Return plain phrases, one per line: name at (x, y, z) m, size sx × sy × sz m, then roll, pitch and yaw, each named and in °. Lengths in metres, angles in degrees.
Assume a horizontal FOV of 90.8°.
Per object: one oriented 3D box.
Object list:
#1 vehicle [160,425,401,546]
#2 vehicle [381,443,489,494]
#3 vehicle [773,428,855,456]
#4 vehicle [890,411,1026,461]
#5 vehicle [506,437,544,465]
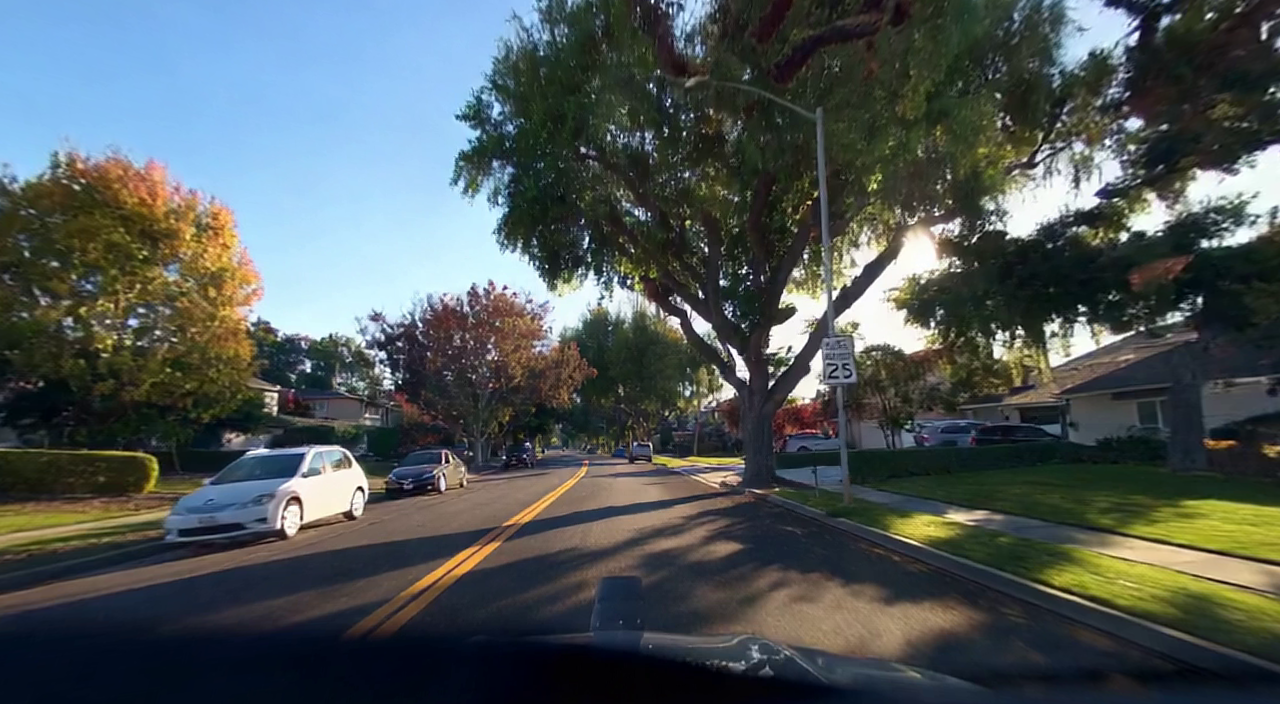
vehicle at (-6.556, 2.489, 12.358) m, size 2.051 × 1.761 × 4.698 m, roll -3°, pitch -9°, yaw -1°
vehicle at (-6.693, 3.854, 21.357) m, size 2.004 × 1.400 × 5.505 m, roll -2°, pitch -9°, yaw -2°
vehicle at (11.863, 6.154, 43.324) m, size 4.938 × 1.830 × 2.024 m, roll 0°, pitch -8°, yaw -2°
vehicle at (12.705, 3.394, 25.441) m, size 4.392 × 1.944 × 1.917 m, roll 0°, pitch -8°, yaw -1°
vehicle at (-8.226, 7.133, 45.559) m, size 2.102 × 1.801 × 5.574 m, roll -1°, pitch -9°, yaw -5°
